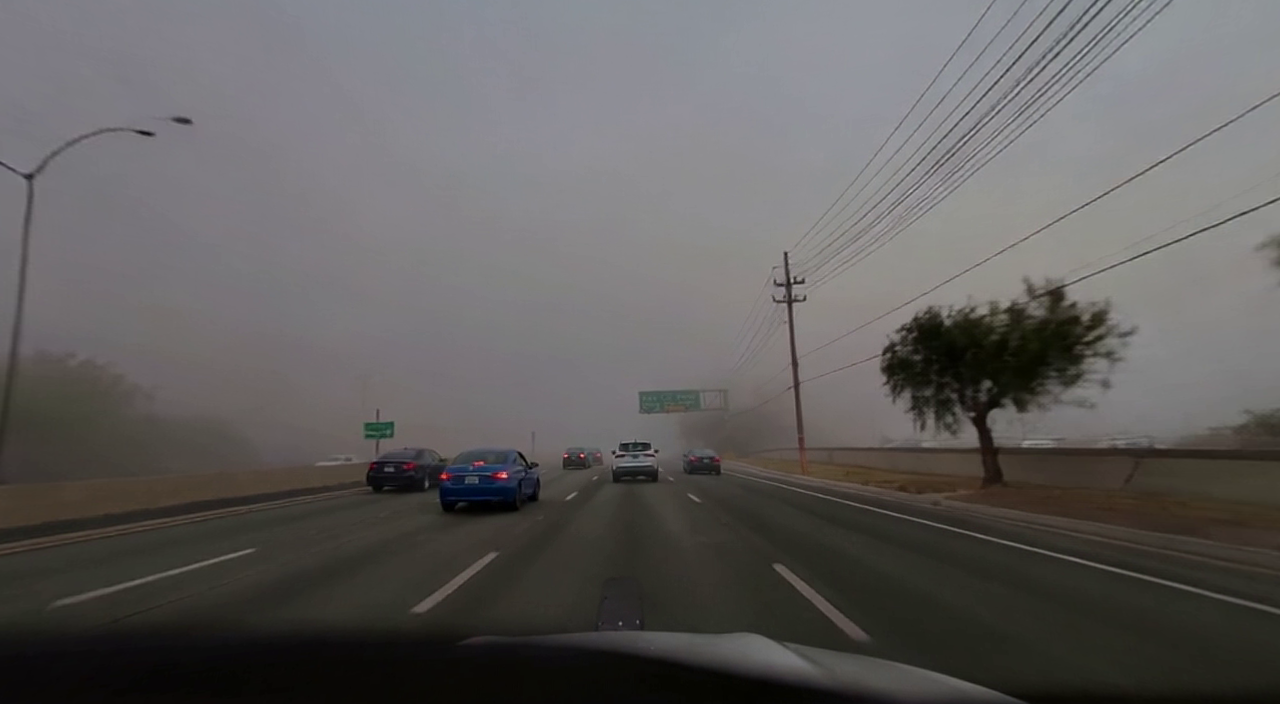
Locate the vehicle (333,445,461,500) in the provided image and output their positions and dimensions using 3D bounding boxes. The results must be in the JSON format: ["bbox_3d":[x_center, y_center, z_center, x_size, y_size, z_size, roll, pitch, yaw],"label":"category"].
[{"bbox_3d":[-7.105,3.534,19.090,1.959,1.435,4.719,0,-8,1],"label":"vehicle"}]

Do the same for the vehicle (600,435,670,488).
[{"bbox_3d":[-0.179,3.909,22.900,2.284,1.699,4.168,0,-8,0],"label":"vehicle"}]

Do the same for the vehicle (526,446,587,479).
[{"bbox_3d":[-3.759,5.068,29.336,2.203,1.425,4.610,0,-8,0],"label":"vehicle"}]

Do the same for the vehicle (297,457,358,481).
[{"bbox_3d":[-22.344,8.346,45.358,2.048,1.530,4.605,0,-8,0],"label":"vehicle"}]

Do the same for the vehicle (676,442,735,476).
[{"bbox_3d":[3.029,5.066,30.173,2.197,1.464,4.356,0,-8,-2],"label":"vehicle"}]

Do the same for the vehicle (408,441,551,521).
[{"bbox_3d":[-3.272,2.714,13.915,1.958,1.447,4.454,0,-8,0],"label":"vehicle"}]
